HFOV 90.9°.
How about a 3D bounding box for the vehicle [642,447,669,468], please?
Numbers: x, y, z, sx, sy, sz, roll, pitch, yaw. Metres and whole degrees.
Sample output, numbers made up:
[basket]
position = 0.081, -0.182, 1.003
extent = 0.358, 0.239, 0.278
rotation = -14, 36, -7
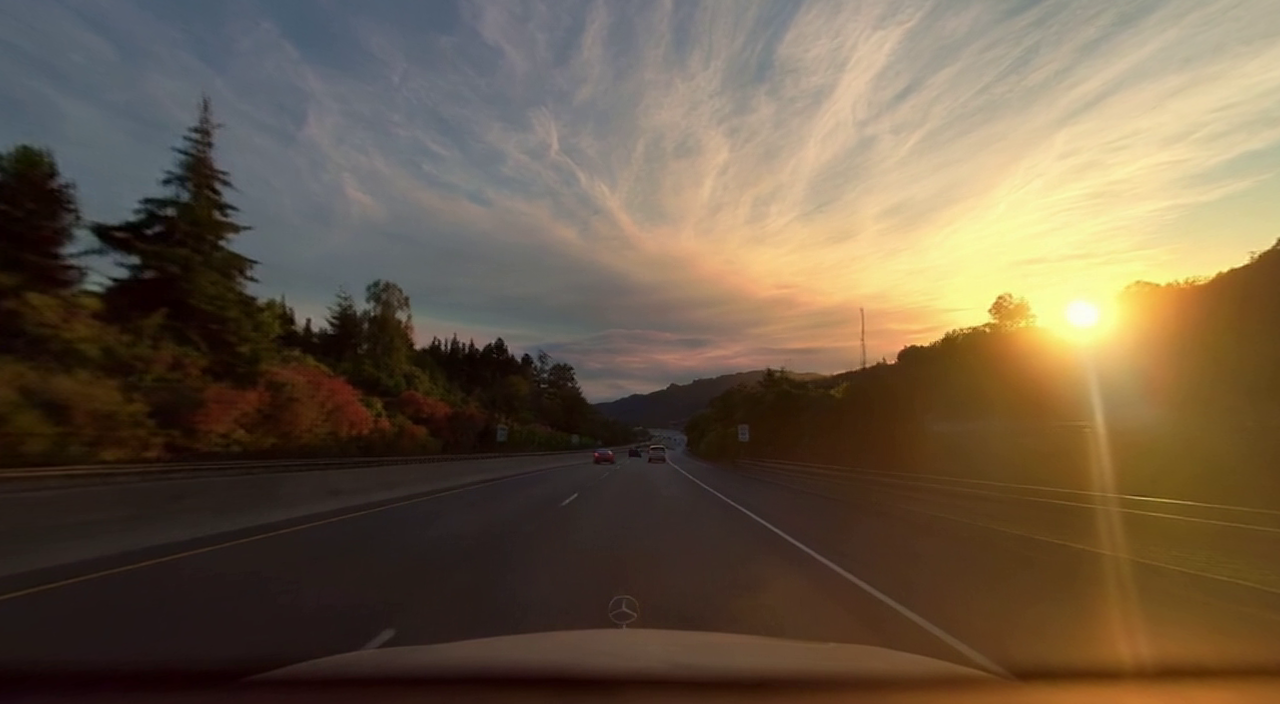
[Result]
[vehicle]
position = 1.165, 7.866, 47.248
extent = 1.934, 1.488, 3.832
rotation = 0, -9, 0
